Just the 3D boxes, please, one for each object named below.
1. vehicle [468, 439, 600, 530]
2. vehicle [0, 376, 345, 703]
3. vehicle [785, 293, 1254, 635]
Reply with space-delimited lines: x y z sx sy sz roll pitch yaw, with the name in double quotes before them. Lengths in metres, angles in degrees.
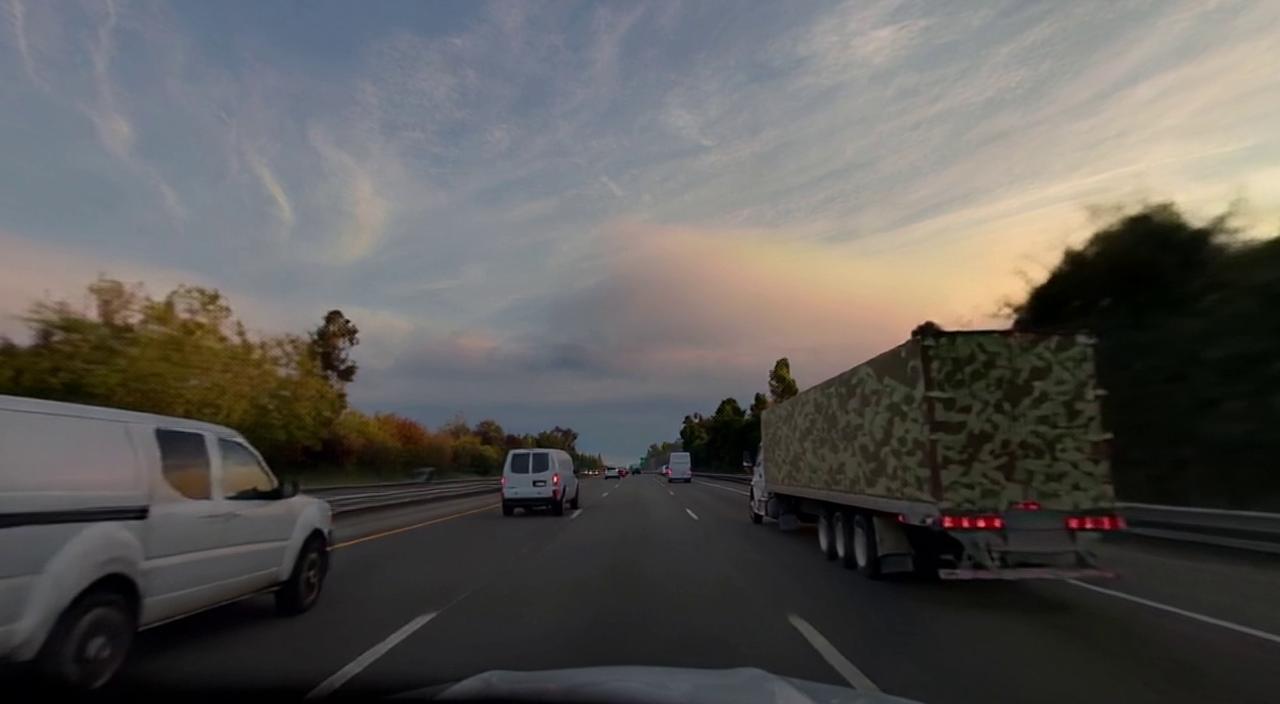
"vehicle" -2.464 3.346 16.268 2.378 1.930 5.086 0 -11 2
"vehicle" -3.762 1.099 3.503 2.124 1.671 4.262 1 -11 0
"vehicle" 3.867 1.394 8.133 2.703 2.988 5.097 1 -11 0
